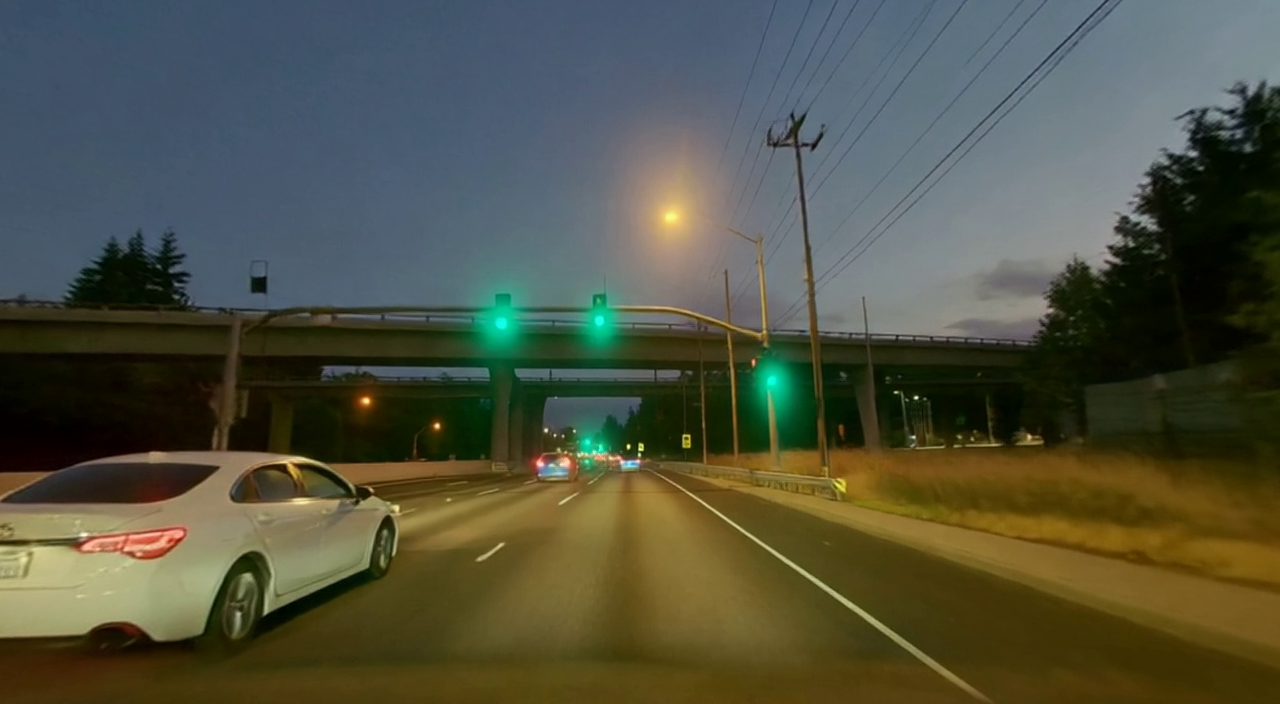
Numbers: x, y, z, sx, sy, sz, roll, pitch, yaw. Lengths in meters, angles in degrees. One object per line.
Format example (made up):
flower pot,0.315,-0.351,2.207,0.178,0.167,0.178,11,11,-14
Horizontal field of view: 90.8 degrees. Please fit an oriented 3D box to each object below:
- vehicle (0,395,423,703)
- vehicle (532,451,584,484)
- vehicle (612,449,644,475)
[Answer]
vehicle,-3.573,1.375,5.394,1.925,1.666,4.271,0,-9,0
vehicle,-3.859,5.477,30.266,1.946,1.437,4.154,0,-8,0
vehicle,-0.796,7.082,40.906,1.985,1.565,3.968,0,-9,-2
